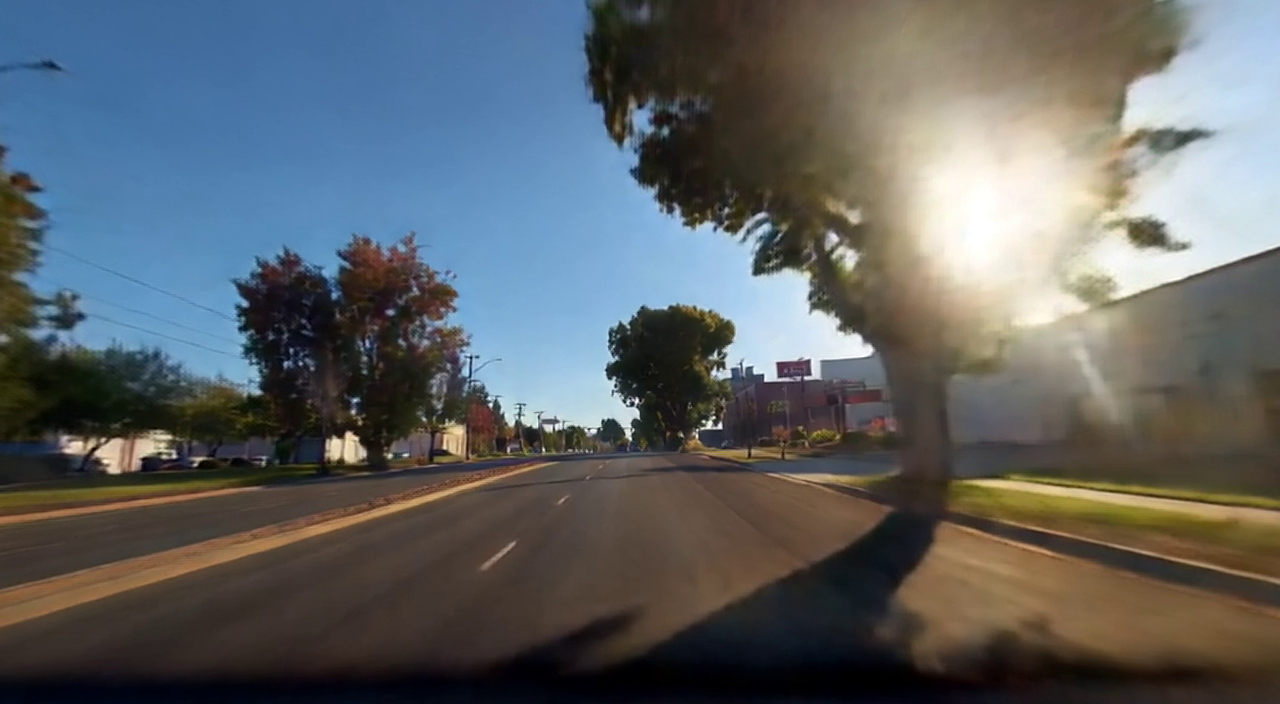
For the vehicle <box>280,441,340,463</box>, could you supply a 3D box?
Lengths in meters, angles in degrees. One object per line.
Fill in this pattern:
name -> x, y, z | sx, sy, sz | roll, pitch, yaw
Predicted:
vehicle -> -23.556, 7.115, 45.315 | 1.815, 1.460, 4.642 | 0, -8, 0
